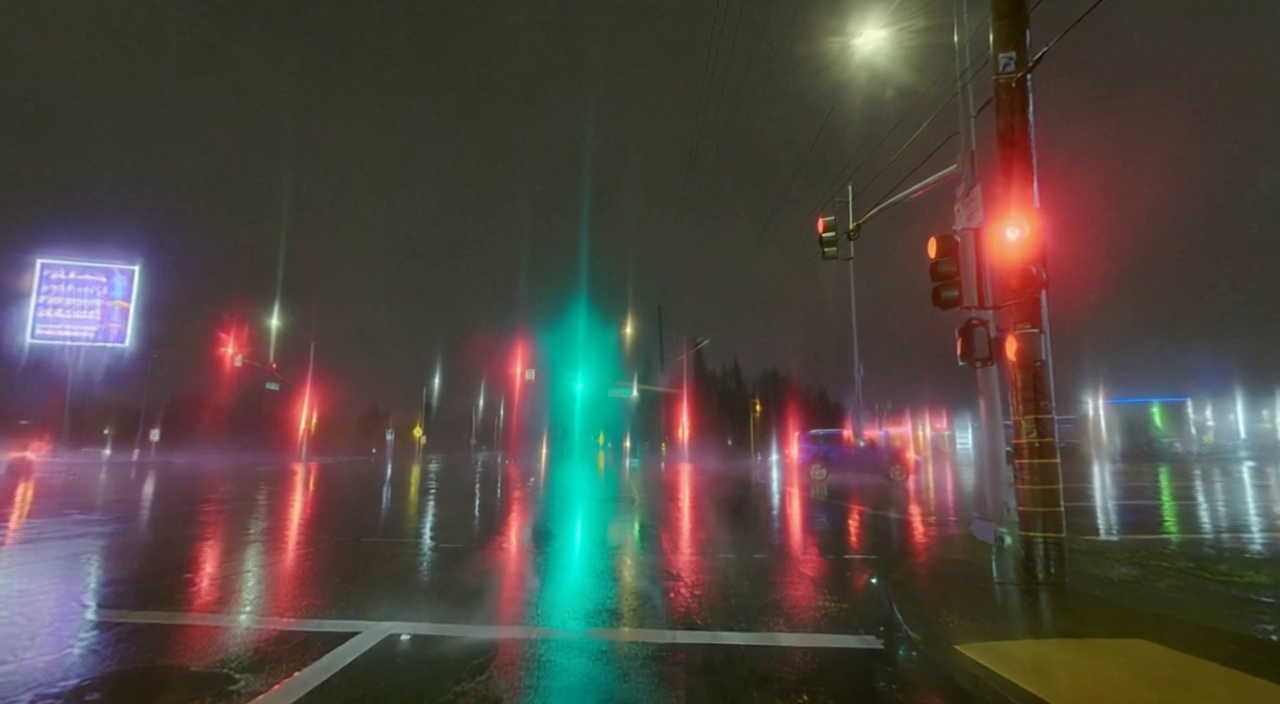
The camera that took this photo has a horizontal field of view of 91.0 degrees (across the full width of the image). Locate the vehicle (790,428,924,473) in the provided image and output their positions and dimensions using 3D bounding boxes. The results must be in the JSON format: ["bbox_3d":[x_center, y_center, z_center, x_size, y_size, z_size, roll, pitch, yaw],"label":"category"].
[{"bbox_3d":[8.702,4.018,25.729,4.884,1.714,2.021,-2,-9,12],"label":"vehicle"}]
